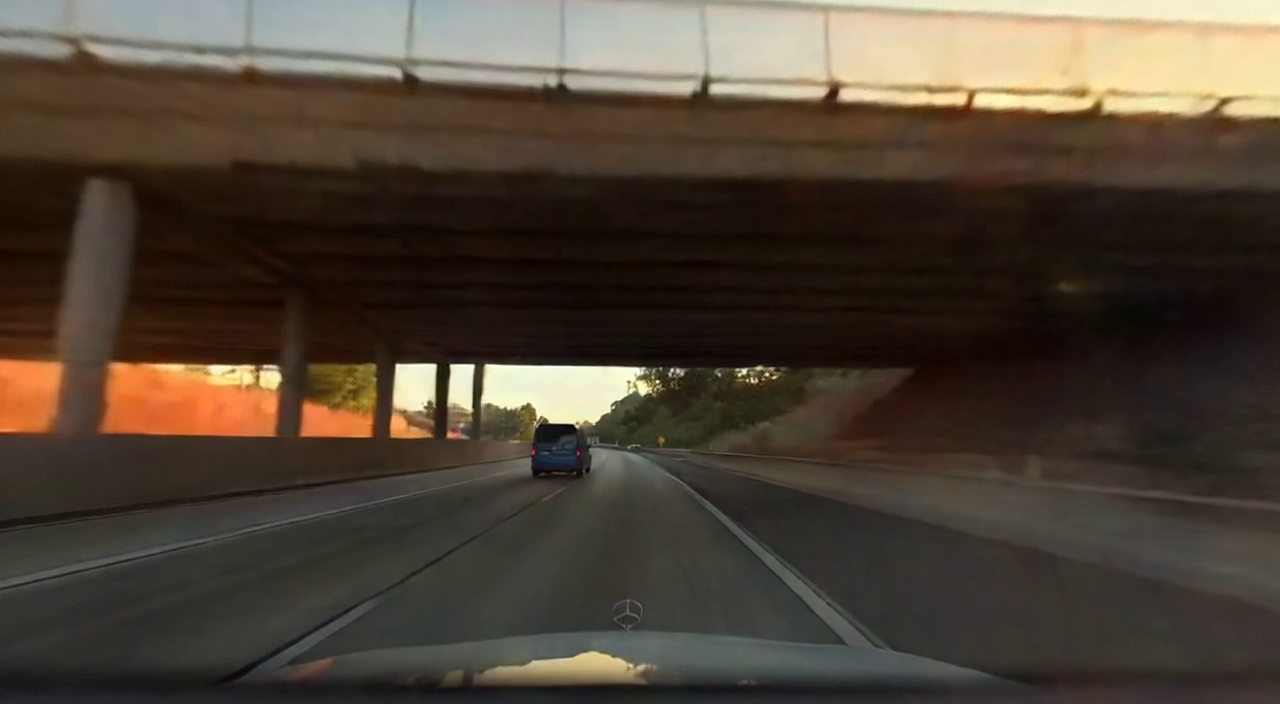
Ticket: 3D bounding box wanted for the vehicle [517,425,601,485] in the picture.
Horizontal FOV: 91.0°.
[{"bbox_3d":[-2.767,3.698,22.861,2.372,1.891,5.061,0,-8,0],"label":"vehicle"}]
